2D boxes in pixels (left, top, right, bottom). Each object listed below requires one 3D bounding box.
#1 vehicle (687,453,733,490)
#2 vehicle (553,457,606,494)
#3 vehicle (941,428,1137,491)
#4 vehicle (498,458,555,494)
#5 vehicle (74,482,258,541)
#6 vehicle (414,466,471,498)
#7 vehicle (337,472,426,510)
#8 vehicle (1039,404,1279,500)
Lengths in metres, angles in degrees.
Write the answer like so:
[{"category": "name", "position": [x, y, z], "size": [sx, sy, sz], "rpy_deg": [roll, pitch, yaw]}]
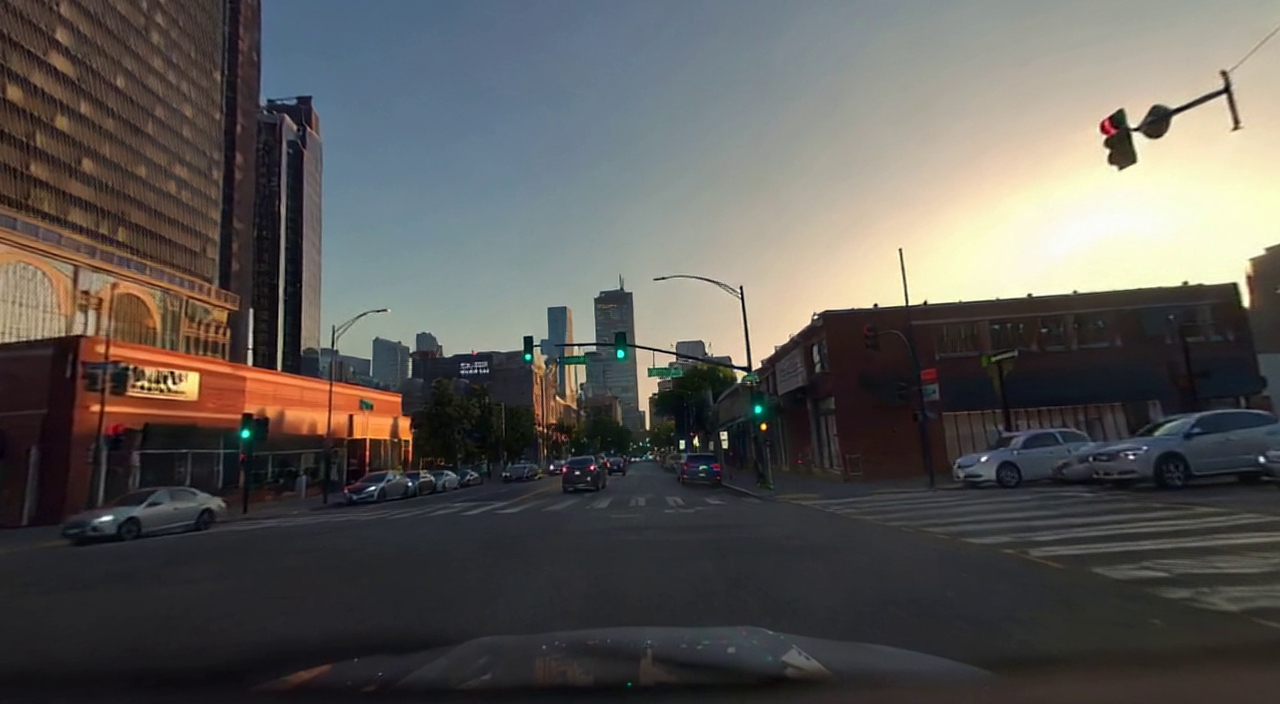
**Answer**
[{"category": "vehicle", "position": [3.631, 6.292, 33.574], "size": [1.924, 1.765, 3.954], "rpy_deg": [0, -8, -1]}, {"category": "vehicle", "position": [-2.718, 5.649, 29.167], "size": [1.973, 1.496, 3.713], "rpy_deg": [0, -8, 2]}, {"category": "vehicle", "position": [11.340, 3.089, 18.185], "size": [4.288, 1.689, 1.909], "rpy_deg": [0, -8, 2]}, {"category": "vehicle", "position": [-5.588, 6.141, 31.529], "size": [1.942, 1.559, 4.298], "rpy_deg": [0, -8, 2]}, {"category": "vehicle", "position": [-15.927, 5.322, 21.524], "size": [1.999, 1.466, 4.535], "rpy_deg": [-4, -9, 22]}, {"category": "vehicle", "position": [-11.697, 7.712, 37.613], "size": [1.933, 1.628, 3.973], "rpy_deg": [-1, -8, 3]}, {"category": "vehicle", "position": [-12.108, 6.529, 29.931], "size": [1.934, 1.434, 4.636], "rpy_deg": [-1, -8, 5]}, {"category": "vehicle", "position": [12.812, 2.323, 14.981], "size": [5.004, 1.771, 2.159], "rpy_deg": [-5, -8, 2]}]
